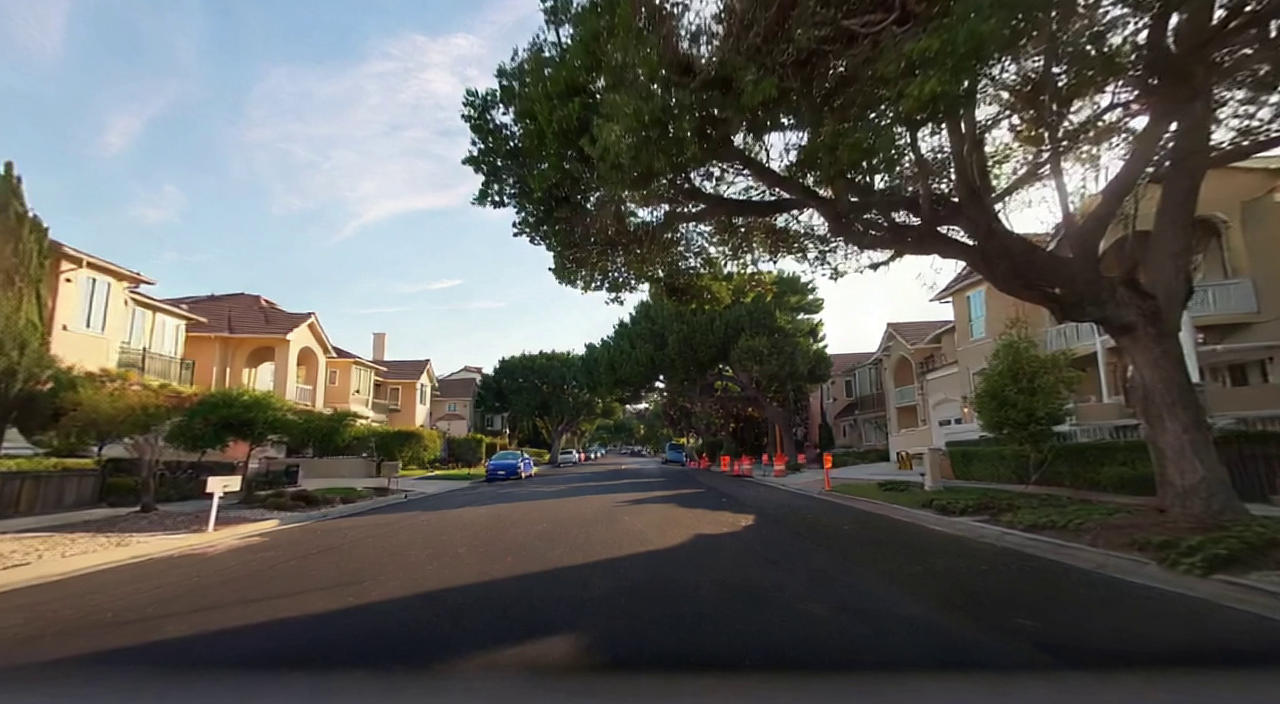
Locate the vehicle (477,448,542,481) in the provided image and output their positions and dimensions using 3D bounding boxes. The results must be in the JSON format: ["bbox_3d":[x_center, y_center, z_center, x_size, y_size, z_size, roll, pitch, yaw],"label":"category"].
[{"bbox_3d":[-6.387,5.526,31.348,2.137,1.481,4.503,0,-9,2],"label":"vehicle"}]
